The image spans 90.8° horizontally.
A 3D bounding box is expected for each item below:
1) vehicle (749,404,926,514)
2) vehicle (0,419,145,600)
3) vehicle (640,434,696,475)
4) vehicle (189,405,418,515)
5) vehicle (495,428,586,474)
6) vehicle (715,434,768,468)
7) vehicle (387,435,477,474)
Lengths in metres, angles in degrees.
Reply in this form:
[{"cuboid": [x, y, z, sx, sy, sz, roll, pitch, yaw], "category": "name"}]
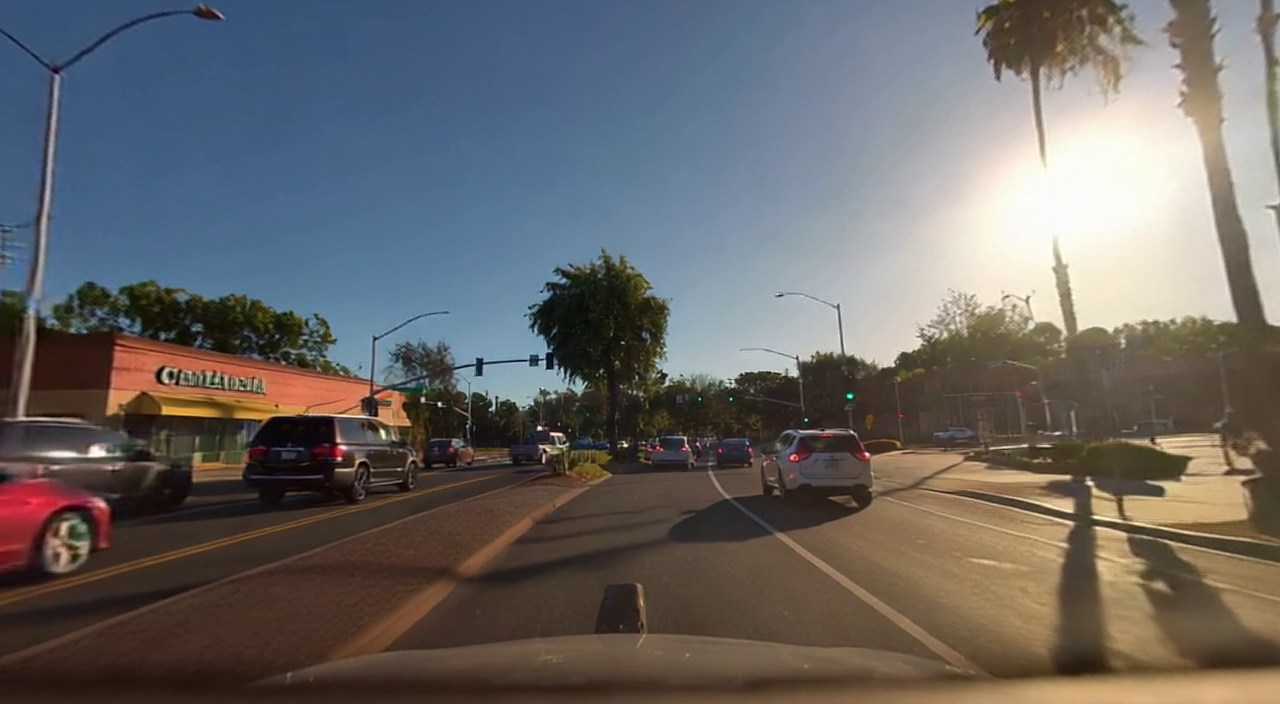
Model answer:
[{"cuboid": [3.958, 2.281, 13.876, 2.267, 1.931, 5.145, 0, -8, 1], "category": "vehicle"}, {"cuboid": [-6.305, 1.158, 4.199, 1.935, 1.483, 4.973, 0, -8, 1], "category": "vehicle"}, {"cuboid": [1.164, 4.111, 25.477, 2.057, 1.492, 3.825, -1, -8, 4], "category": "vehicle"}, {"cuboid": [-6.678, 2.219, 13.340, 2.127, 1.888, 4.637, -1, -8, 2], "category": "vehicle"}, {"cuboid": [-4.120, 4.206, 27.009, 2.088, 1.746, 4.650, -3, -9, 15], "category": "vehicle"}, {"cuboid": [4.884, 4.848, 30.965, 2.149, 1.532, 4.168, -1, -8, 4], "category": "vehicle"}, {"cuboid": [-8.680, 4.326, 26.836, 2.017, 1.472, 4.418, -1, -8, 4], "category": "vehicle"}]
